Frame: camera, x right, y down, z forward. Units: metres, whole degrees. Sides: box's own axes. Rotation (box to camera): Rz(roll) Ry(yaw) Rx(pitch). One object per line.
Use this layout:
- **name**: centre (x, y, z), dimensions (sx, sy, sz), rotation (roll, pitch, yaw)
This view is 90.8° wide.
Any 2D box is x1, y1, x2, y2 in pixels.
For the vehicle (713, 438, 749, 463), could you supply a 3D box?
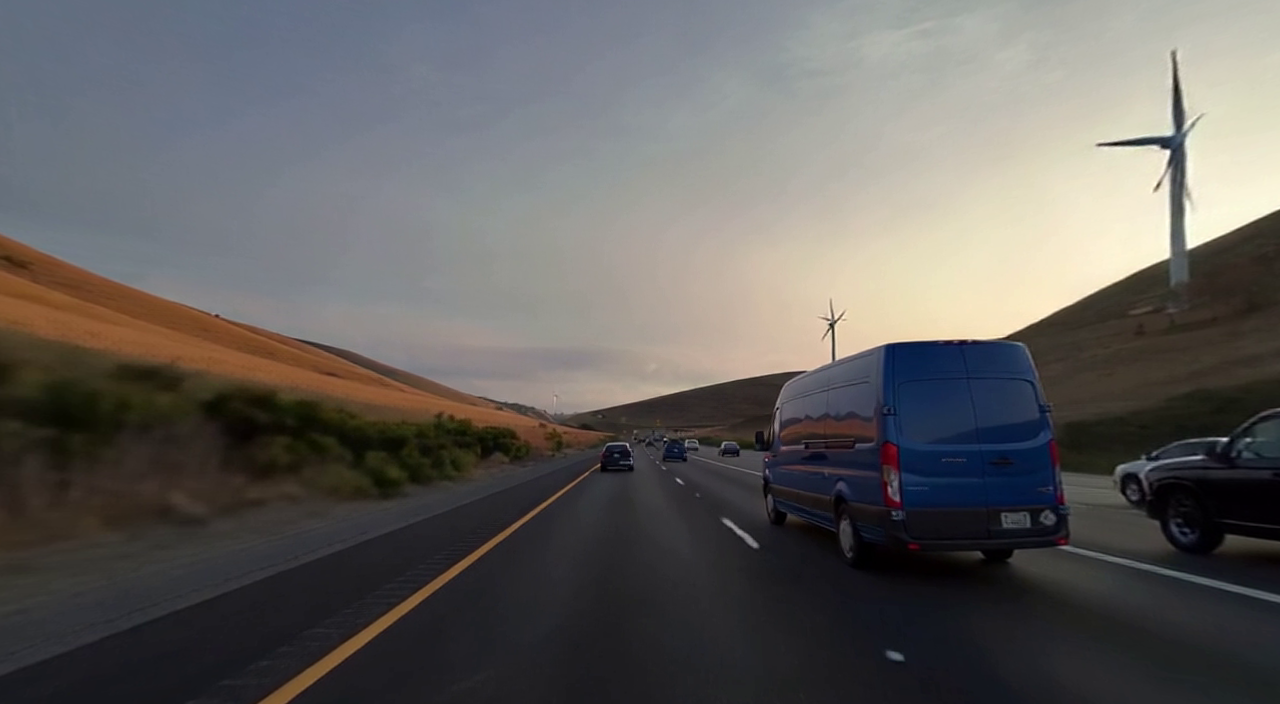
- **vehicle**: centre (6.407, 6.991, 45.083), dimensions (1.864, 1.689, 4.206), rotation (0, -8, -1)

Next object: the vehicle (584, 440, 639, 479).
- **vehicle**: centre (-1.079, 4.309, 25.634), dimensions (2.082, 1.445, 3.826), rotation (0, -8, 0)

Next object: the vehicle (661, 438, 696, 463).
- **vehicle**: centre (2.739, 7.072, 45.550), dimensions (2.108, 1.717, 3.996), rotation (0, -8, -2)

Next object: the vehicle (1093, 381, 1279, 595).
- **vehicle**: centre (6.594, 1.068, 4.694), dimensions (2.070, 1.833, 5.811), rotation (0, -8, -1)

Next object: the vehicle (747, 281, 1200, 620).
- **vehicle**: centre (3.033, 1.143, 7.801), dimensions (2.365, 2.630, 5.754), rotation (0, -8, 0)
